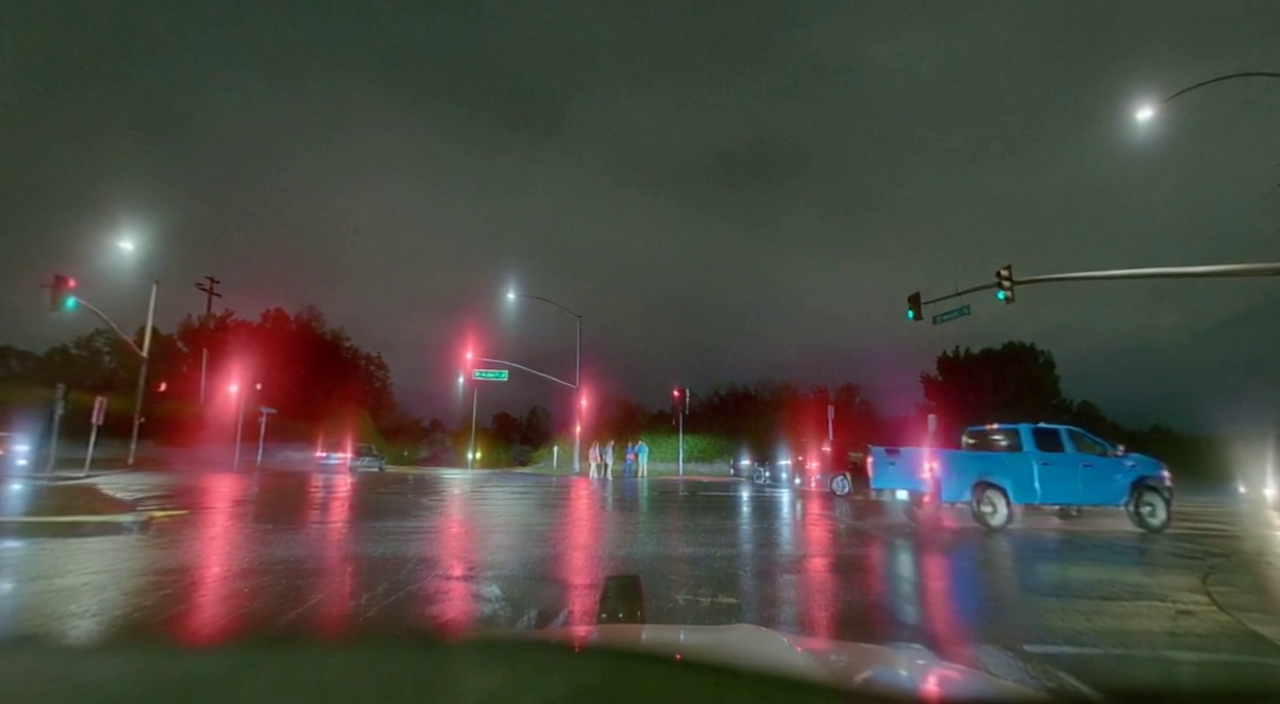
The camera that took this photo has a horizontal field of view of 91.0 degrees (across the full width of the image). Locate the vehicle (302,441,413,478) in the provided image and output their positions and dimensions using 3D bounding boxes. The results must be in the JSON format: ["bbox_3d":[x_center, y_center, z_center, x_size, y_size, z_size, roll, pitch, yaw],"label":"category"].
[{"bbox_3d":[-12.907,4.923,29.156,1.964,1.525,4.750,-2,-9,17],"label":"vehicle"}]

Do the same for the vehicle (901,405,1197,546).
[{"bbox_3d":[8.880,2.538,13.629,5.978,2.400,2.851,5,-10,-30],"label":"vehicle"}]

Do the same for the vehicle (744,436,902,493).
[{"bbox_3d":[7.107,4.406,24.841,5.535,1.896,2.170,3,-9,-6],"label":"vehicle"}]

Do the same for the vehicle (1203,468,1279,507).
[{"bbox_3d":[26.406,5.609,26.163,4.322,1.522,1.795,1,-9,-4],"label":"vehicle"}]
